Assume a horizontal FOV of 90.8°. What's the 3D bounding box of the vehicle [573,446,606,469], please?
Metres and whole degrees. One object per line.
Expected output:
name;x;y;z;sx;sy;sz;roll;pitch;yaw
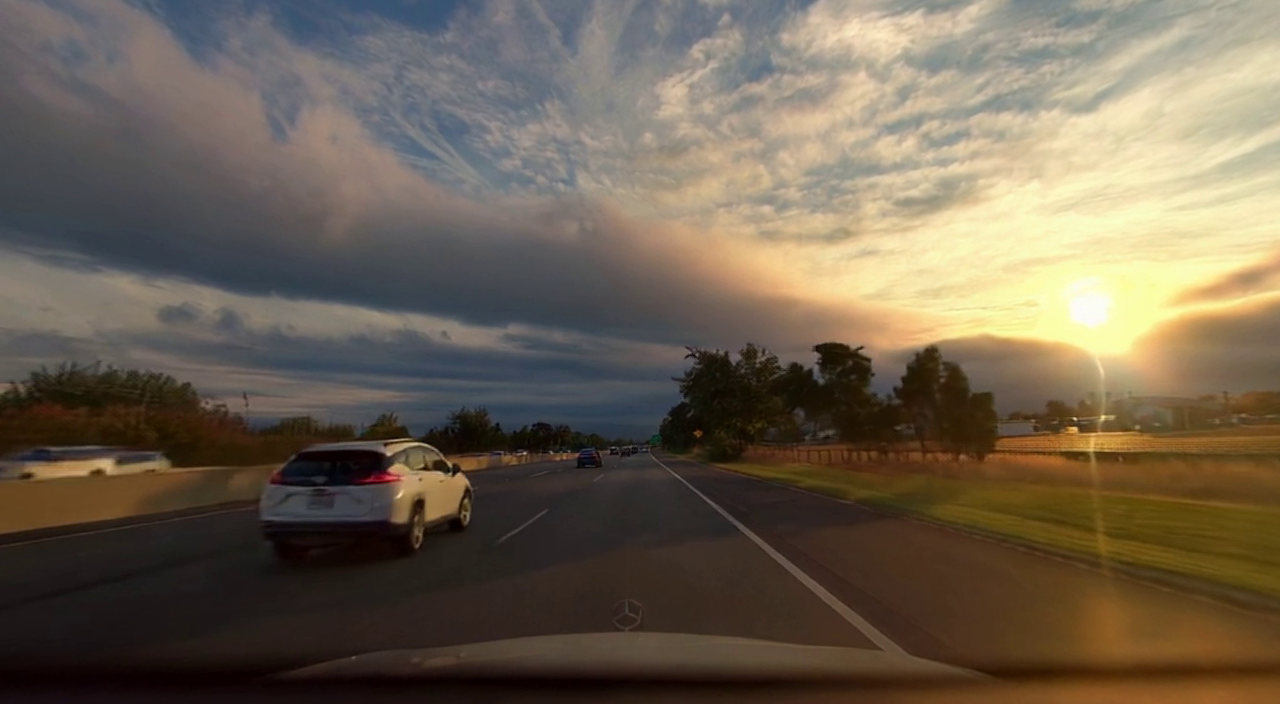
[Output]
vehicle;-3.438;7.301;43.762;1.954;1.541;4.079;0;-9;1

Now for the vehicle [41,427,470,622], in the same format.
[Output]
vehicle;-3.594;1.686;7.123;2.110;1.500;4.259;0;-9;1
